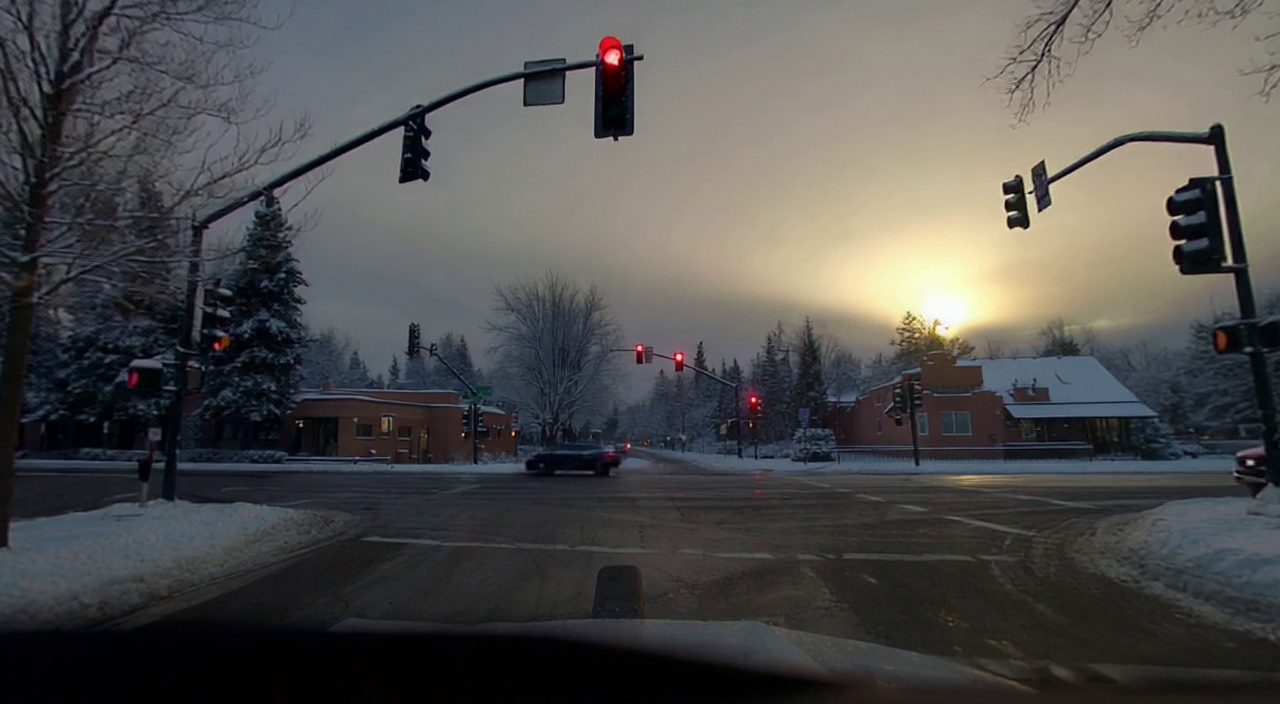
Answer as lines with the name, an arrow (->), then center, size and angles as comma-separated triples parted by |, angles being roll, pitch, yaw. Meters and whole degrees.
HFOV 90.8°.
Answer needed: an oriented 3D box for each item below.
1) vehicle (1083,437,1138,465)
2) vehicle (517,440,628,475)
vehicle -> 26.955, 5.654, 36.150 | 2.092, 1.474, 4.046 | -8, -11, 40
vehicle -> -3.029, 4.763, 28.710 | 4.588, 1.484, 2.000 | -3, -9, 14
